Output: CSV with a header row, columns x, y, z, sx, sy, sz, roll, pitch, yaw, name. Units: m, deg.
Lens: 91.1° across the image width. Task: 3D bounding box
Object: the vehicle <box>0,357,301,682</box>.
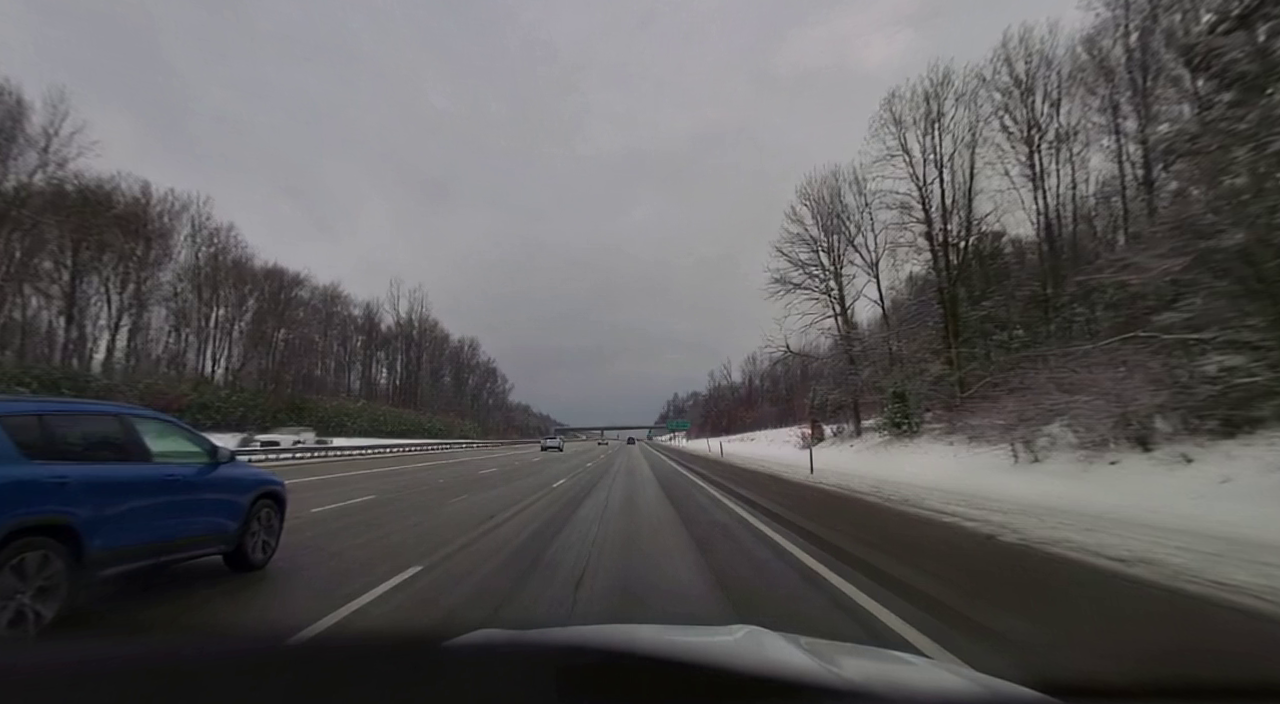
x,y,z,sx,sy,sz,roll,pitch,yaw,name
-4.333,0.934,3.745,2.057,1.666,4.552,0,-8,0,vehicle
